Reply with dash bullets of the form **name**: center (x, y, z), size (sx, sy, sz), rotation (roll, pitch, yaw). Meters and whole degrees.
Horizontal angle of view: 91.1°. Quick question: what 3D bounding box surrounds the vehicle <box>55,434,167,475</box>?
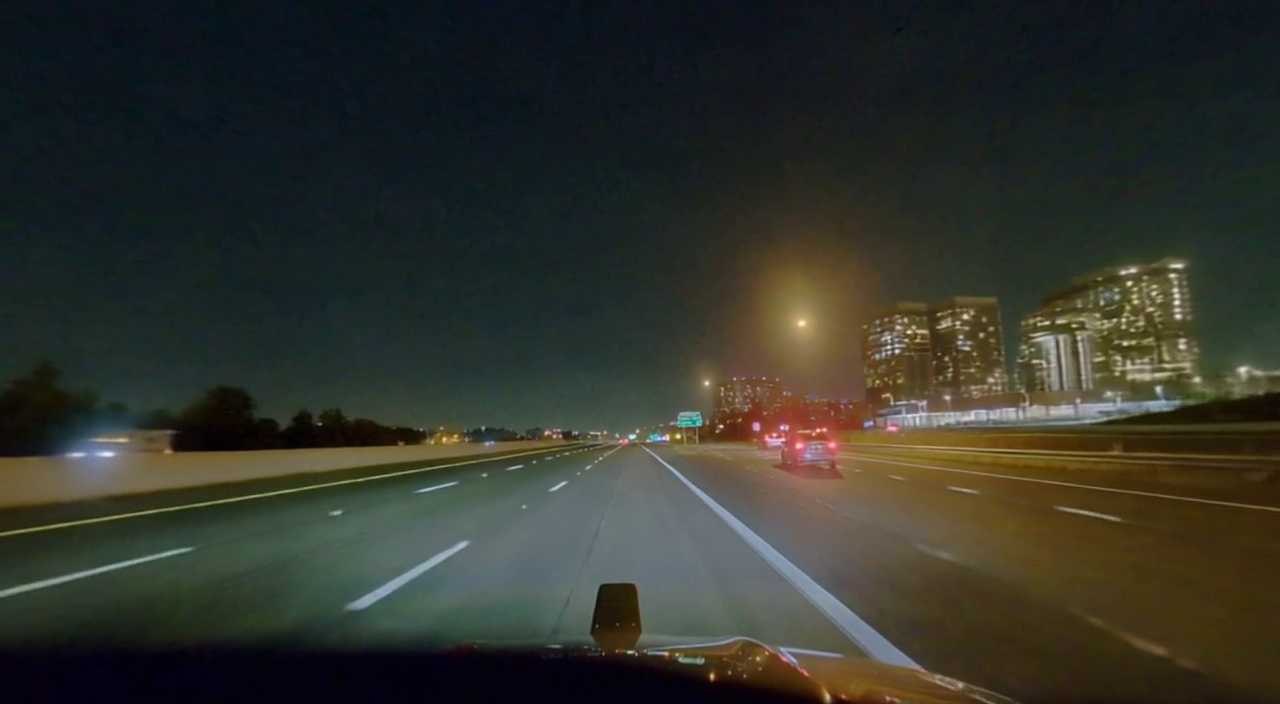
- **vehicle**: center (-38.438, 7.437, 45.984), size (2.397, 2.758, 6.485), rotation (0, -8, 1)
